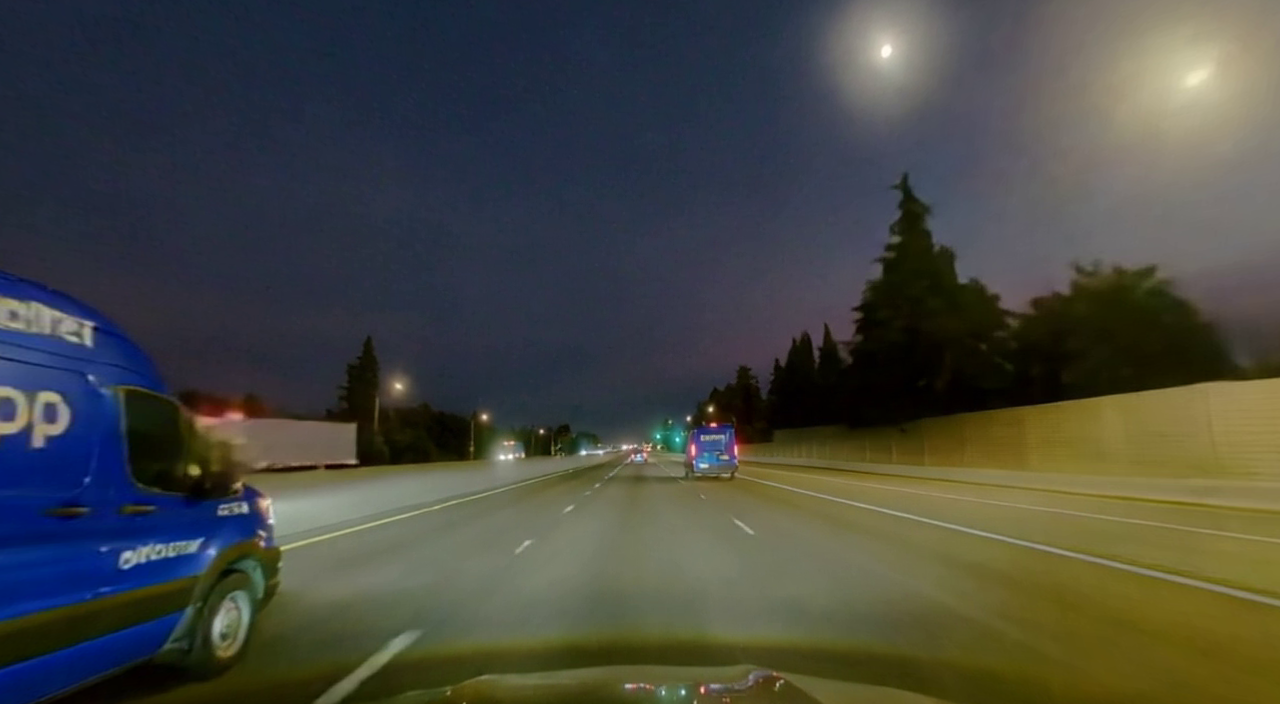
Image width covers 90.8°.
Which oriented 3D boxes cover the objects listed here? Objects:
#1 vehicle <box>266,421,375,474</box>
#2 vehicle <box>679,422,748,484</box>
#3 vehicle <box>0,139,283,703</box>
[{"bbox_3d":[-24.480,7.476,49.311,2.867,3.591,10.876,0,-9,0],"label":"vehicle"},{"bbox_3d":[3.237,4.643,29.144,2.373,2.561,5.922,0,-9,-1],"label":"vehicle"},{"bbox_3d":[-3.692,0.232,1.032,2.409,2.523,6.275,0,-9,1],"label":"vehicle"}]
